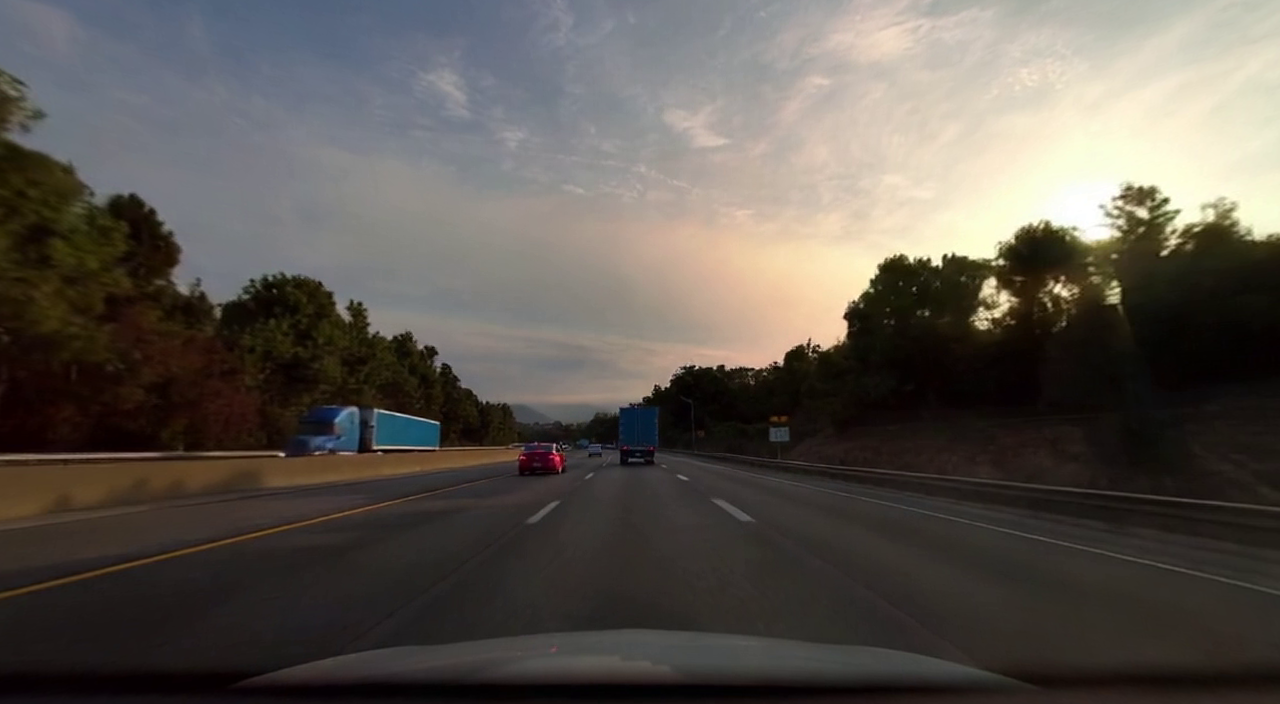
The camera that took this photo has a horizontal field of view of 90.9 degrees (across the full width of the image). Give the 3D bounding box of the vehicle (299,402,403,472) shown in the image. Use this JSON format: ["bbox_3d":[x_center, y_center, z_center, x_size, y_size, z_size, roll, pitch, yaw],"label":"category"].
[{"bbox_3d":[-16.815,5.077,37.293,3.091,3.763,6.553,0,-9,-1],"label":"vehicle"}]

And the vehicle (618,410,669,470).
[{"bbox_3d":[0.069,6.108,43.306,2.893,3.628,9.081,0,-9,-3],"label":"vehicle"}]

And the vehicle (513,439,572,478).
[{"bbox_3d":[-4.293,4.766,28.338,1.977,1.602,3.944,0,-9,0],"label":"vehicle"}]
